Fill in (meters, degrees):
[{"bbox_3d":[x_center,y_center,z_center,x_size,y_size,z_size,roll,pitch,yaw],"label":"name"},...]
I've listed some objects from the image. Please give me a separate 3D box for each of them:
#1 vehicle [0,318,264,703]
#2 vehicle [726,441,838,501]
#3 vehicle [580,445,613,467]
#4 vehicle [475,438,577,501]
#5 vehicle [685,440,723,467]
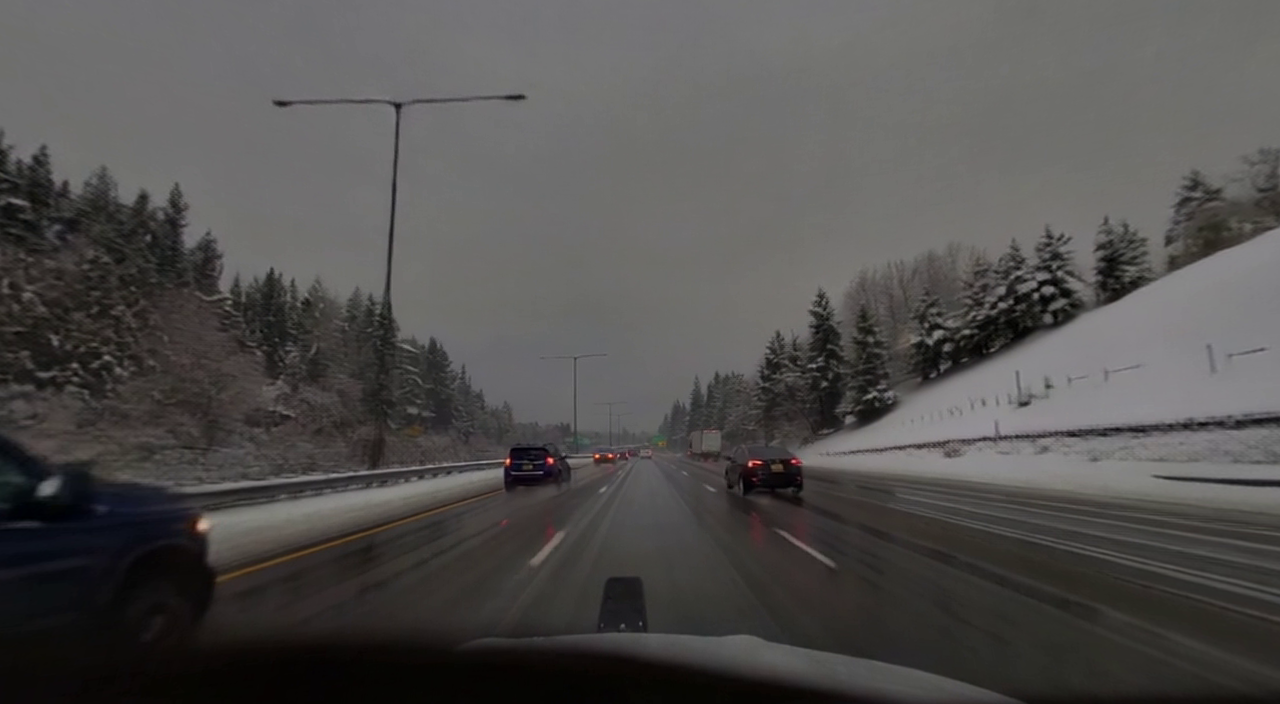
[{"bbox_3d":[-3.437,0.650,1.490,2.139,1.764,4.707,0,-8,1],"label":"vehicle"},{"bbox_3d":[3.823,3.287,17.971,2.040,1.461,4.822,0,-8,0],"label":"vehicle"},{"bbox_3d":[-3.208,7.714,46.950,2.099,1.494,4.504,0,-8,1],"label":"vehicle"},{"bbox_3d":[-3.195,3.404,18.792,1.974,1.589,5.047,-1,-8,1],"label":"vehicle"},{"bbox_3d":[4.441,7.164,44.637,2.144,1.752,4.765,0,-8,0],"label":"vehicle"}]
